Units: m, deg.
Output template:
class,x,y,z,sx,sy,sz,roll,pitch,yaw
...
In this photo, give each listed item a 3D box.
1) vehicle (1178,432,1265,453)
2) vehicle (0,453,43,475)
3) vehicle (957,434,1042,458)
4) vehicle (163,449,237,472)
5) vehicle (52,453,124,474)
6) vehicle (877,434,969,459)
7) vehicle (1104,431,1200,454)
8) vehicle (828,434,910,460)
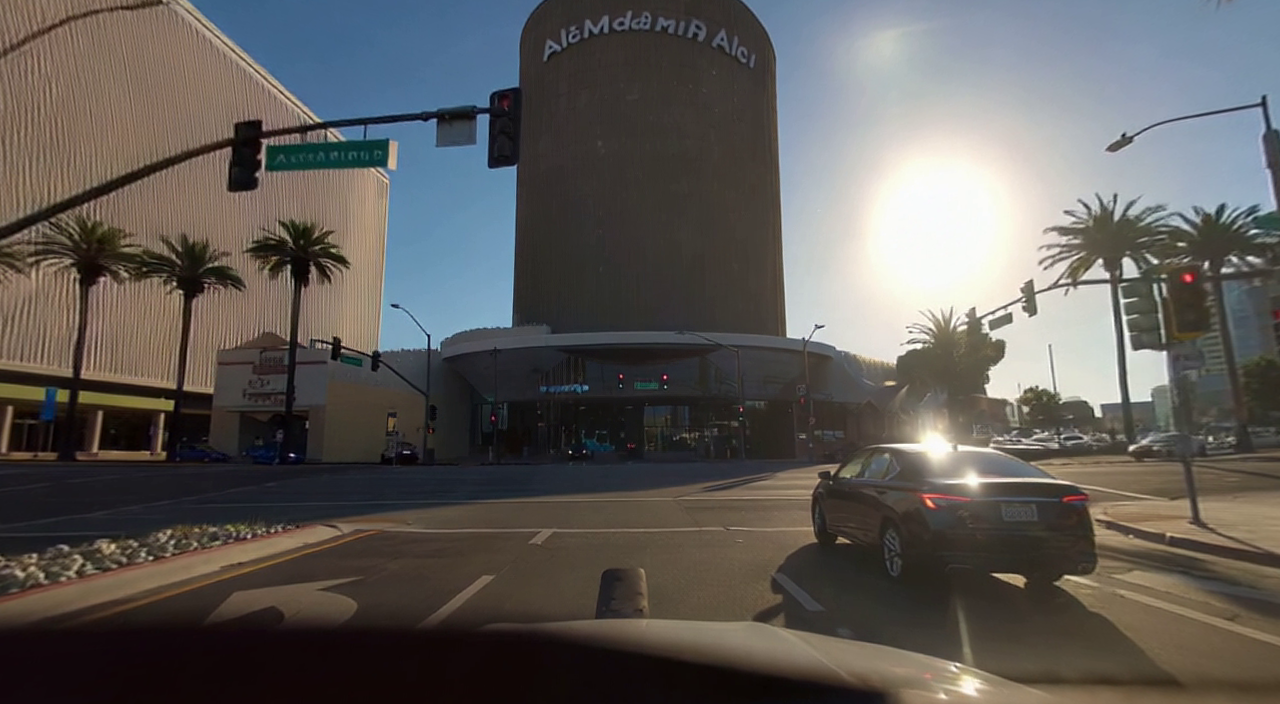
class,x,y,z,sx,sy,sz,roll,pitch,yaw
vehicle,42.173,6.600,45.777,4.437,1.469,1.811,0,-8,0
vehicle,-47.959,8.479,47.710,3.786,1.555,1.702,0,-8,2
vehicle,23.592,6.182,41.467,4.423,1.465,1.798,0,-8,0
vehicle,-33.137,8.178,47.570,4.136,1.661,1.857,0,-8,0
vehicle,-41.651,8.390,47.581,3.698,1.467,1.779,0,-8,0
vehicle,16.994,5.706,37.961,4.684,1.461,1.777,0,-8,-1
vehicle,33.283,5.896,41.055,4.567,1.458,1.791,0,-8,1
vehicle,15.095,6.282,41.693,4.648,1.665,1.910,0,-8,-1
